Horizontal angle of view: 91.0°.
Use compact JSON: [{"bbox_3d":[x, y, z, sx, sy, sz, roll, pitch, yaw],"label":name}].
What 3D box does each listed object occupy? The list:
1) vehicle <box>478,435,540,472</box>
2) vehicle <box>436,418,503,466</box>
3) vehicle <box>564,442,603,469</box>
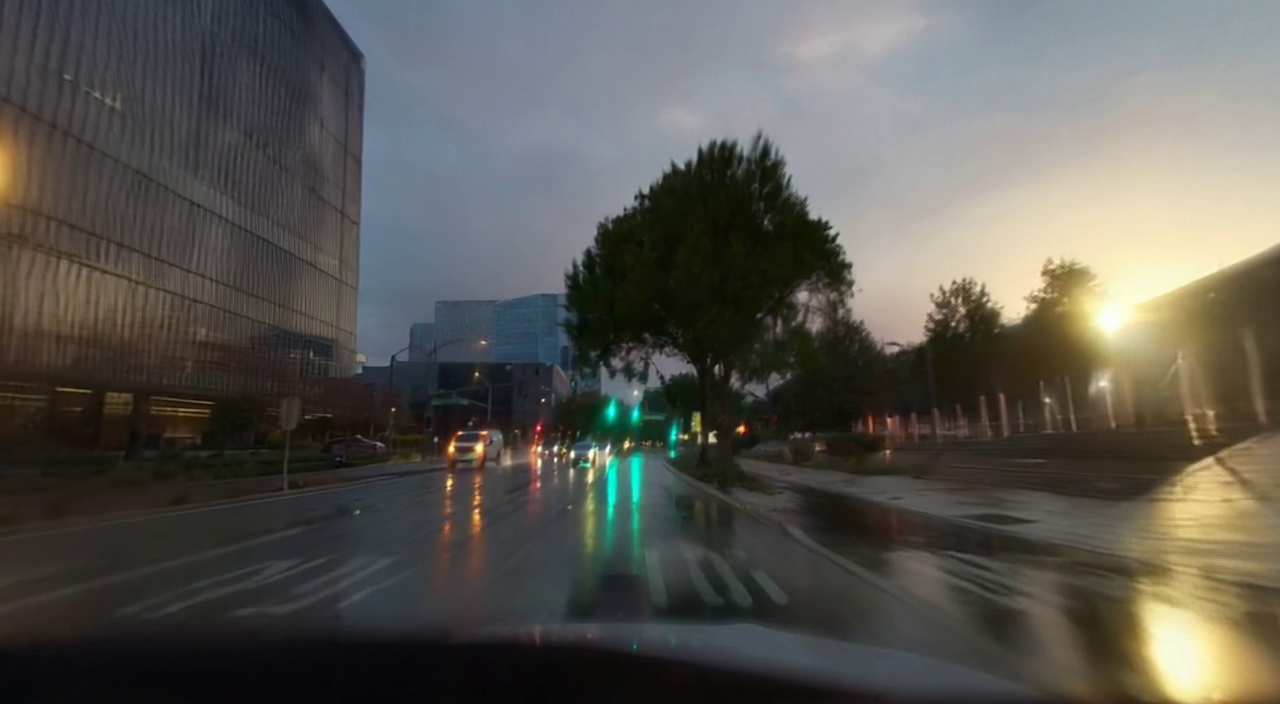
[{"bbox_3d":[-7.139,5.622,34.934,2.204,1.844,4.766,0,-9,2],"label":"vehicle"},{"bbox_3d":[-12.853,6.914,48.181,2.887,3.366,7.454,0,-9,1],"label":"vehicle"},{"bbox_3d":[-3.737,6.962,42.649,2.181,1.706,4.334,0,-9,1],"label":"vehicle"}]
